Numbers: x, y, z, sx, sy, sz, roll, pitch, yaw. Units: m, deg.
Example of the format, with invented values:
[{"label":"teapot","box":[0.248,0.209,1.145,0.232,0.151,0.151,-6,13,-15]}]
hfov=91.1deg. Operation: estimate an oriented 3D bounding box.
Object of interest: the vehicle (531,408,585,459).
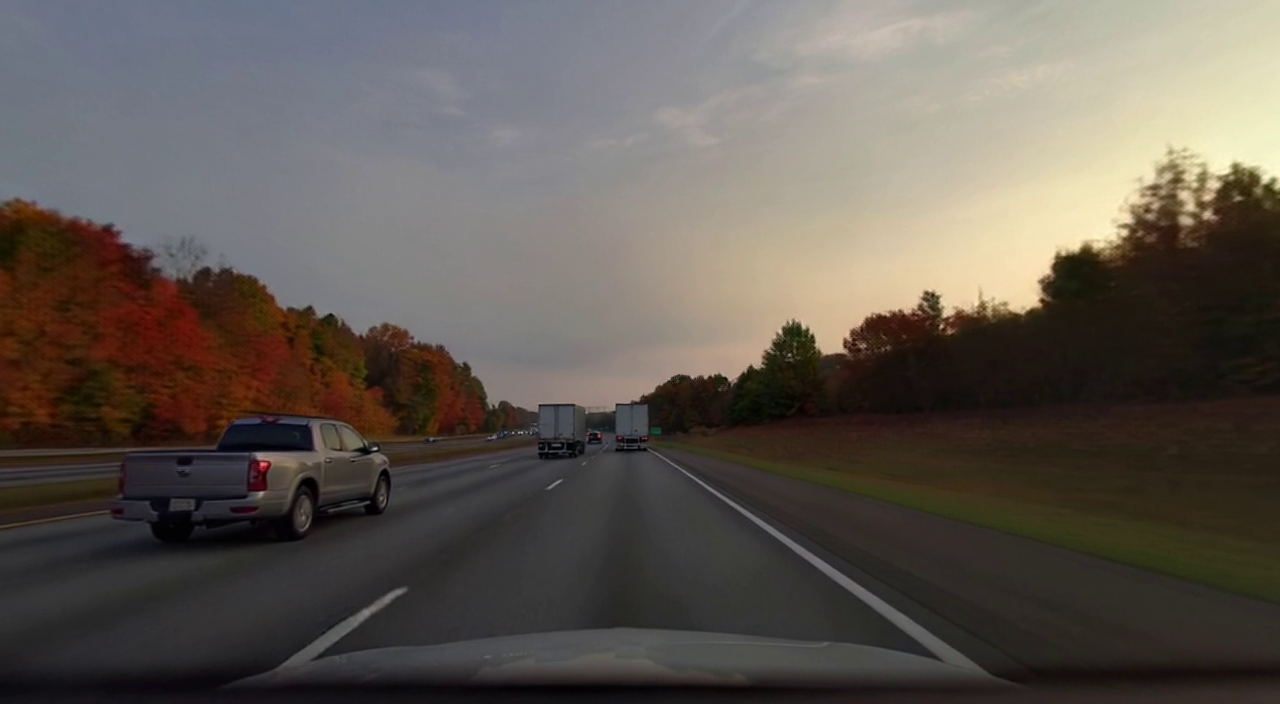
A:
[{"label":"vehicle","box":[-4.650,4.747,36.713,2.383,2.726,5.677,0,-8,0]}]

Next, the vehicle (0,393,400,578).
[{"label":"vehicle","box":[-4.967,1.509,8.003,2.089,1.669,4.515,0,-8,-1]}]
